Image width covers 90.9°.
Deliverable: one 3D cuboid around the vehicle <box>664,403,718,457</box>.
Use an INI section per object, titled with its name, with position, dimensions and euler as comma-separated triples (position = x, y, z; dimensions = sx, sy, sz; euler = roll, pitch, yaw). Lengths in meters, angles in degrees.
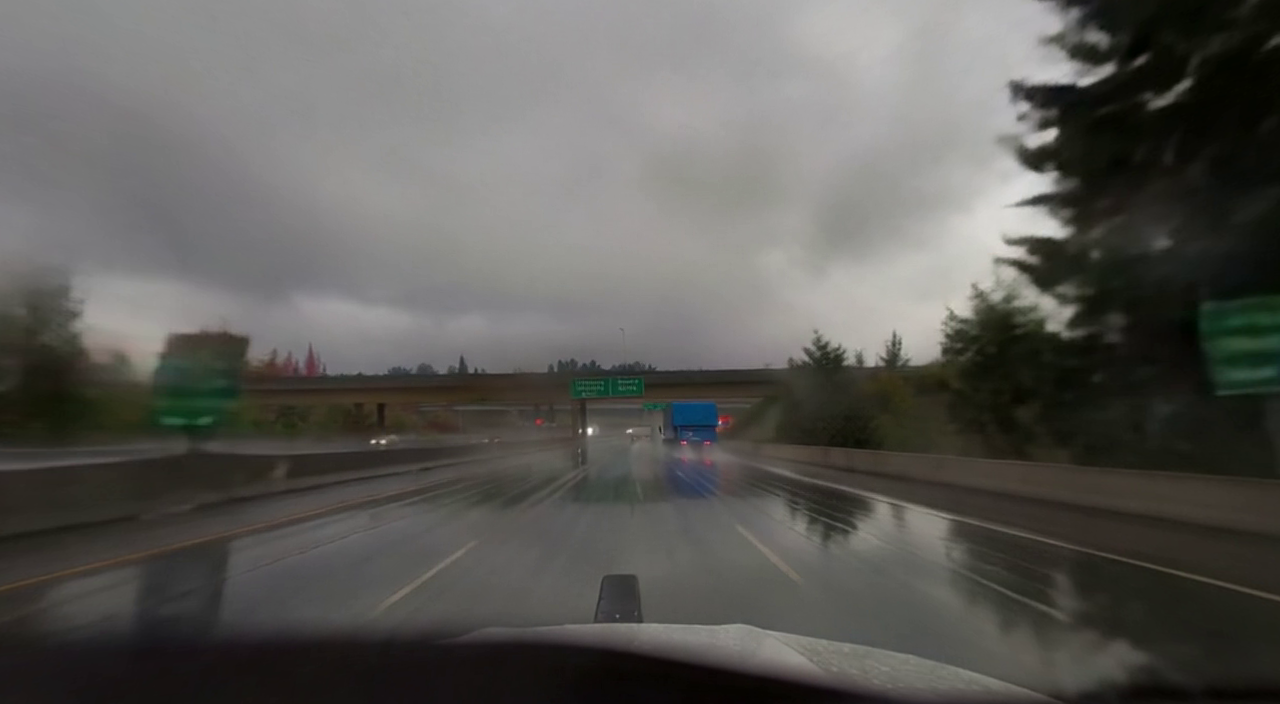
[vehicle]
position = 3.545, 5.823, 46.730
dimensions = 2.981, 3.512, 11.154
euler = 1, -8, -1
